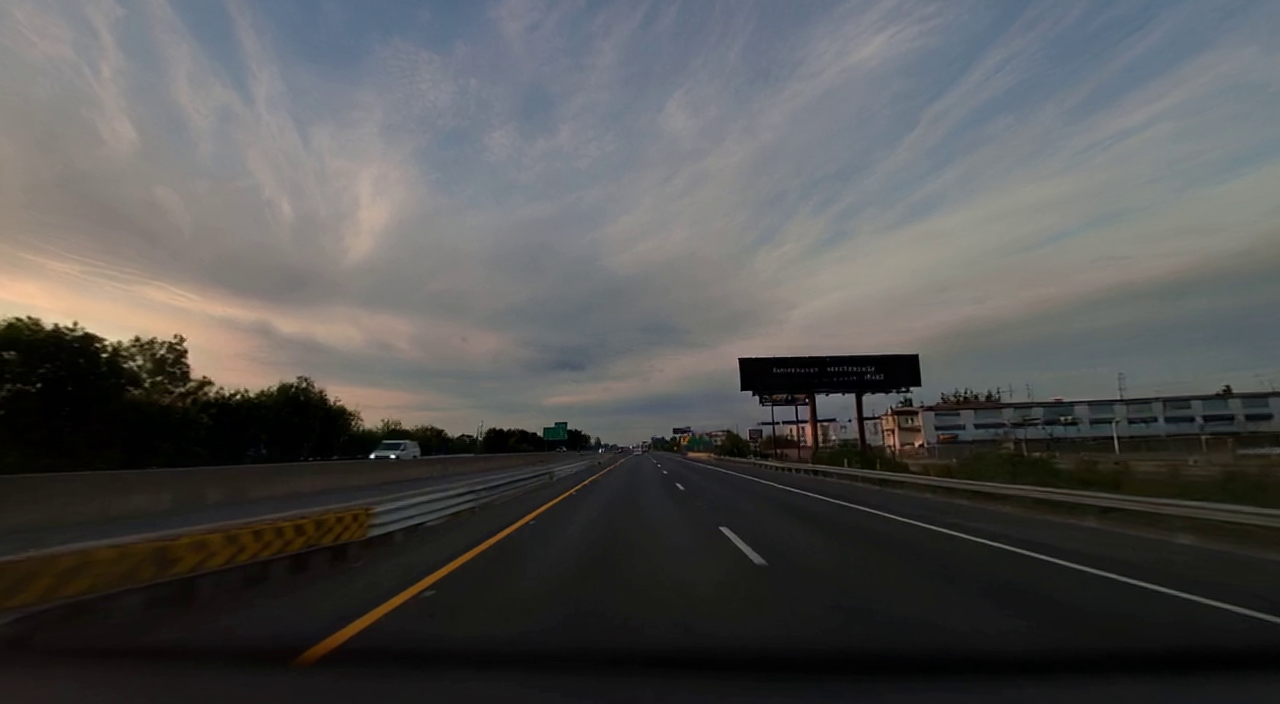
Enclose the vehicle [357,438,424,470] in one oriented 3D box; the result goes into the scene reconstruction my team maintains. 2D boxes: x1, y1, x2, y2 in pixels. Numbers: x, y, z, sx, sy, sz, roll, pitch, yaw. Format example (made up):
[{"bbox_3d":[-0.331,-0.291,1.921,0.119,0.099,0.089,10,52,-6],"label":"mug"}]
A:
[{"bbox_3d":[-17.572,7.223,44.702,2.318,2.113,5.579,0,-9,1],"label":"vehicle"}]
